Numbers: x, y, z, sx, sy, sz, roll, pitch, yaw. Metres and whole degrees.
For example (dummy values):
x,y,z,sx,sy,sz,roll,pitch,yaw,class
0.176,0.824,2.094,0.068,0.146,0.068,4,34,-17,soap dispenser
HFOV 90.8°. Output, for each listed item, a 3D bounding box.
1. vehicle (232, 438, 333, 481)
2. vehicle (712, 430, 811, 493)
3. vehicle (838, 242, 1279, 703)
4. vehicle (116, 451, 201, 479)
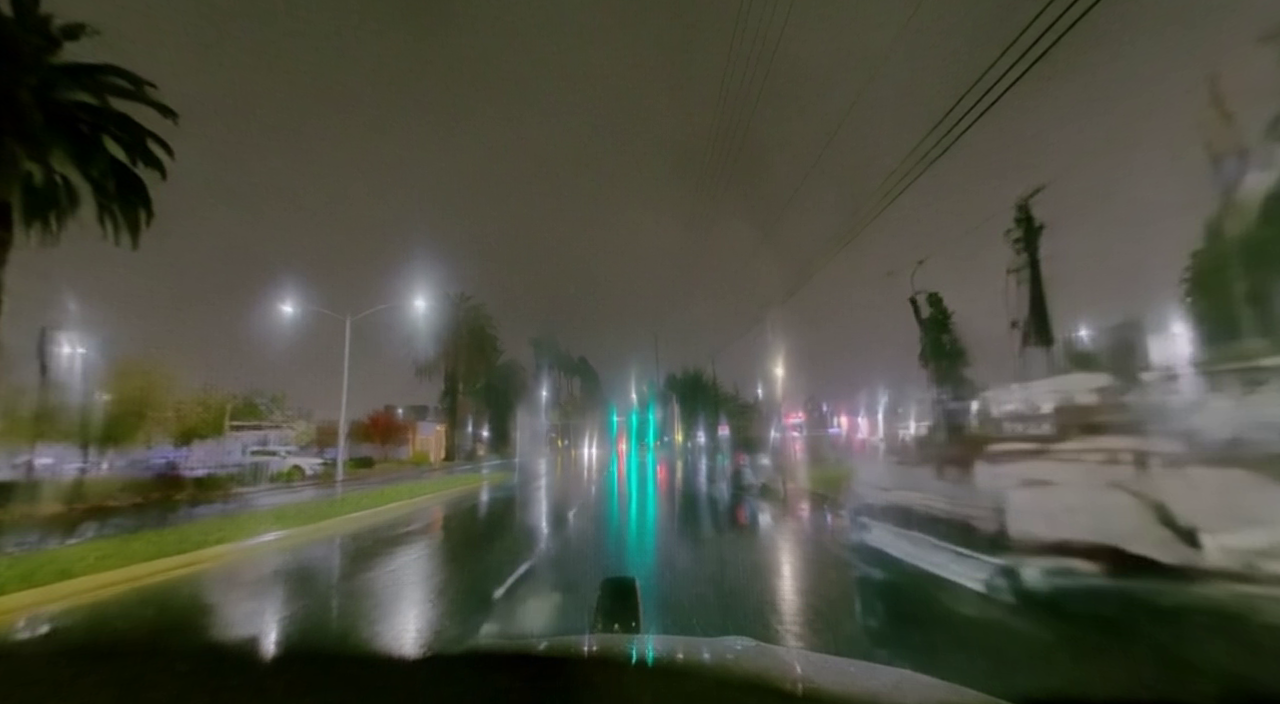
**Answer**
x,y,z,sx,sy,sz,roll,pitch,yaw,class
-19.448,5.778,34.230,6.167,2.125,2.526,-7,-10,38,vehicle
3.662,3.380,19.904,2.138,1.743,4.363,0,-8,-1,vehicle
3.709,1.057,5.275,2.198,2.123,6.218,0,-9,1,vehicle
-37.778,8.855,49.641,4.828,1.948,2.094,-1,-9,-3,vehicle
